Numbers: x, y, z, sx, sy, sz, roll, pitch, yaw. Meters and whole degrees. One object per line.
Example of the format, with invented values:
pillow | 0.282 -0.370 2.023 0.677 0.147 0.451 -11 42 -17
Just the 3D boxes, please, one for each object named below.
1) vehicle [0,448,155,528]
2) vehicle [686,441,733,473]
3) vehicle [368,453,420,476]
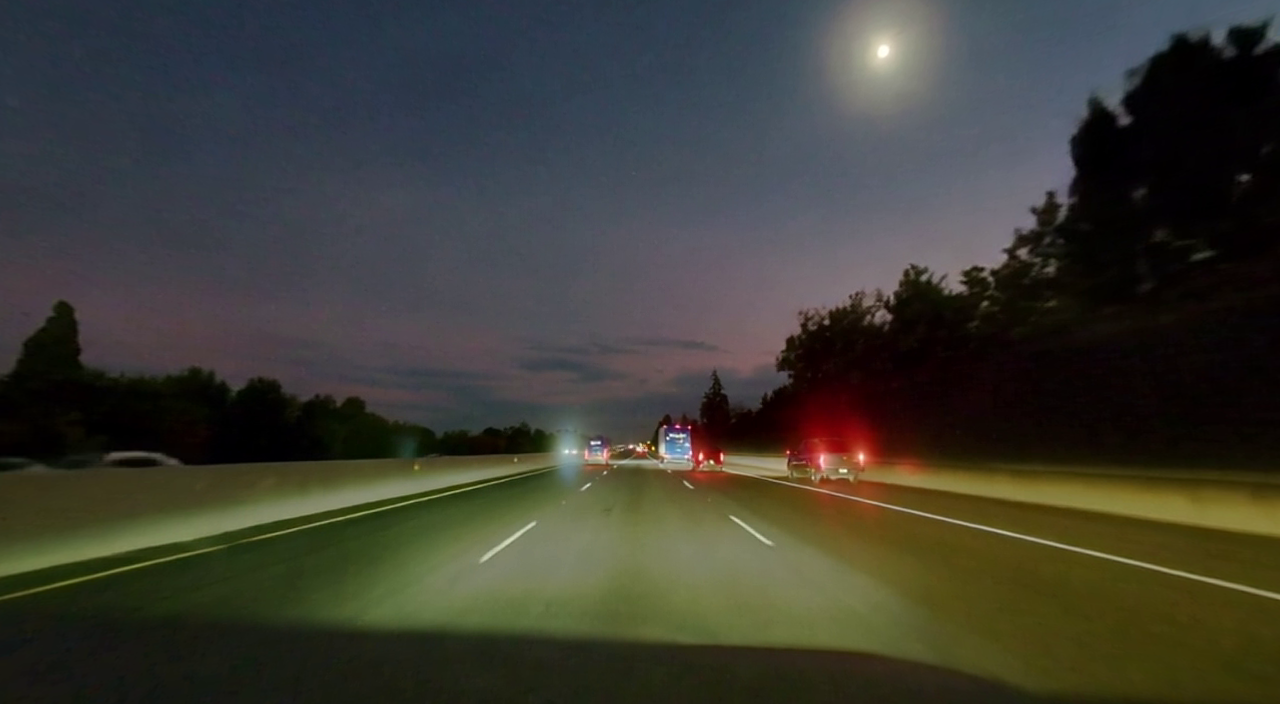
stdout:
vehicle | -12.901 2.771 13.231 1.931 1.484 4.452 0 -9 -1
vehicle | 3.858 5.917 35.698 2.066 1.638 4.158 0 -9 -2
vehicle | -16.665 7.620 43.025 1.845 1.436 4.135 -1 -9 1
